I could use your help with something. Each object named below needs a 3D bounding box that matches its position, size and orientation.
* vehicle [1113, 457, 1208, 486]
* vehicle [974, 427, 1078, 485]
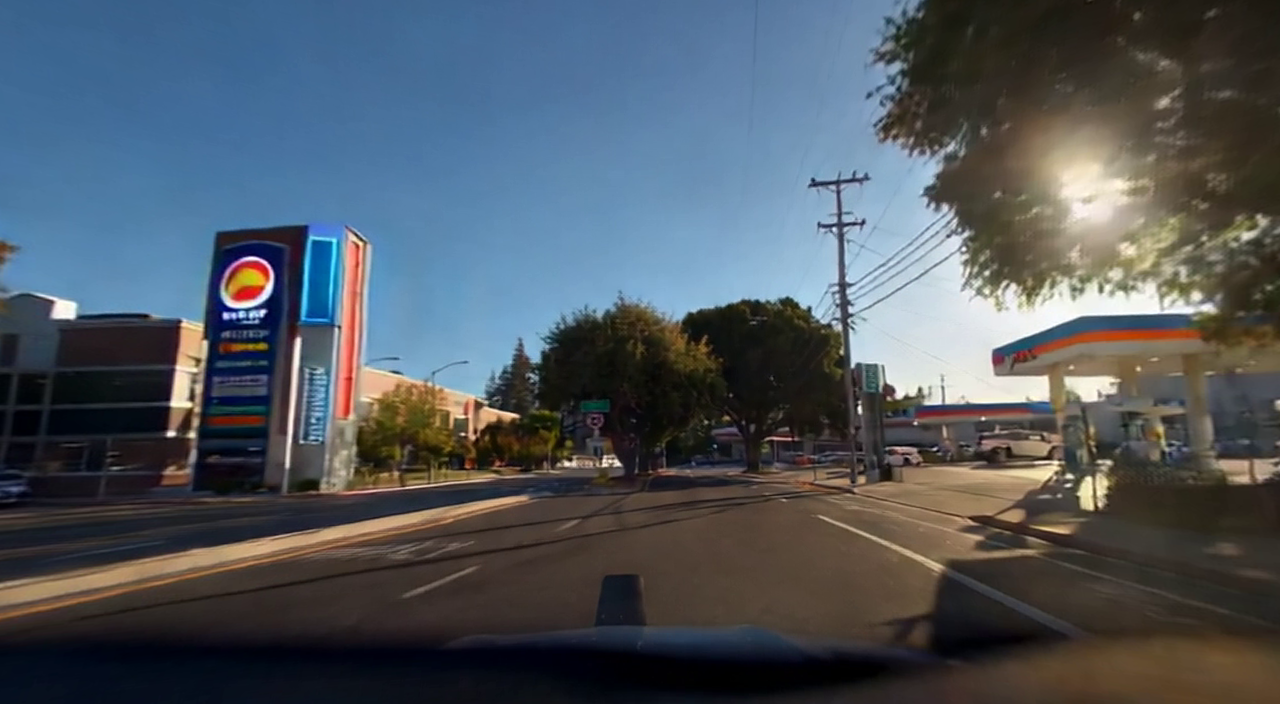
[{"bbox_3d":[28.967,6.645,35.370,2.113,1.461,3.997,-1,-9,5],"label":"vehicle"},{"bbox_3d":[21.336,5.748,35.344,2.642,2.930,5.826,-1,-9,7],"label":"vehicle"}]
